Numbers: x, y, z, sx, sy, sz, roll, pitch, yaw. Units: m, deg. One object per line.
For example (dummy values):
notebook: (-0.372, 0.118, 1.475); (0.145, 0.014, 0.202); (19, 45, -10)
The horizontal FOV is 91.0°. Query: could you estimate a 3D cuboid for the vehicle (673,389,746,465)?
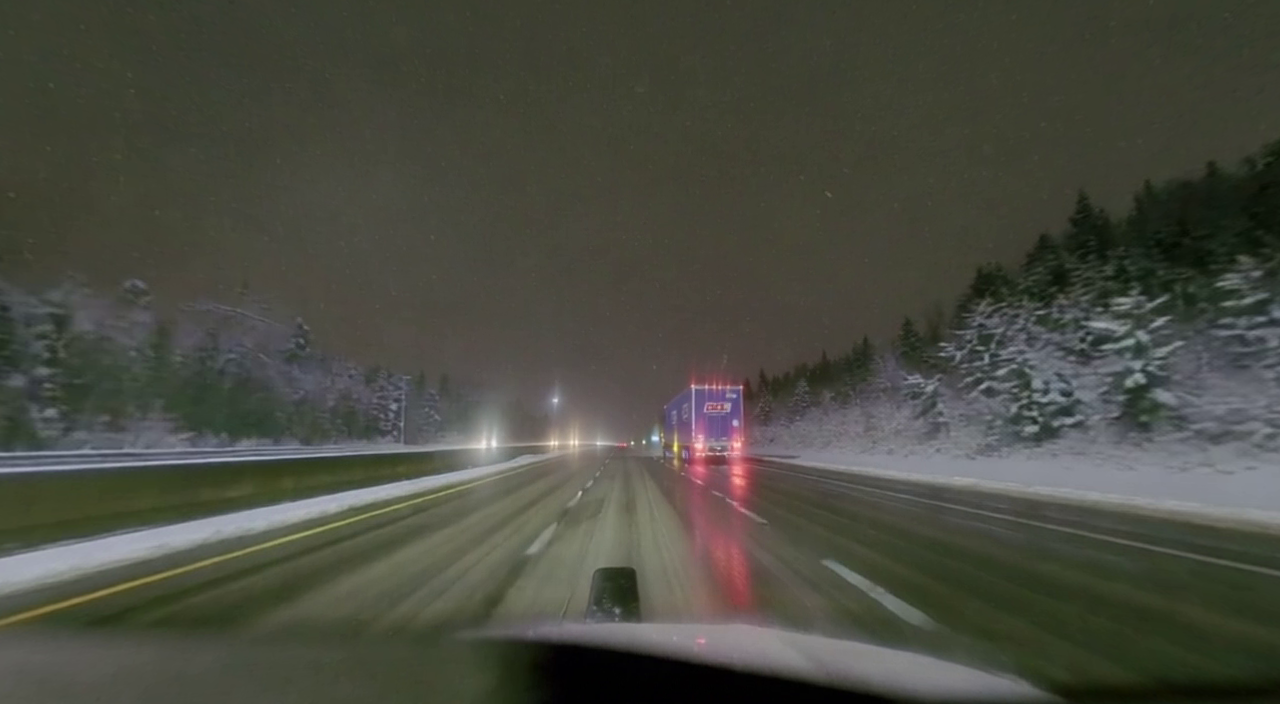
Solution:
vehicle: (3.836, 4.494, 36.910); (2.880, 3.918, 8.254); (0, -8, -3)
